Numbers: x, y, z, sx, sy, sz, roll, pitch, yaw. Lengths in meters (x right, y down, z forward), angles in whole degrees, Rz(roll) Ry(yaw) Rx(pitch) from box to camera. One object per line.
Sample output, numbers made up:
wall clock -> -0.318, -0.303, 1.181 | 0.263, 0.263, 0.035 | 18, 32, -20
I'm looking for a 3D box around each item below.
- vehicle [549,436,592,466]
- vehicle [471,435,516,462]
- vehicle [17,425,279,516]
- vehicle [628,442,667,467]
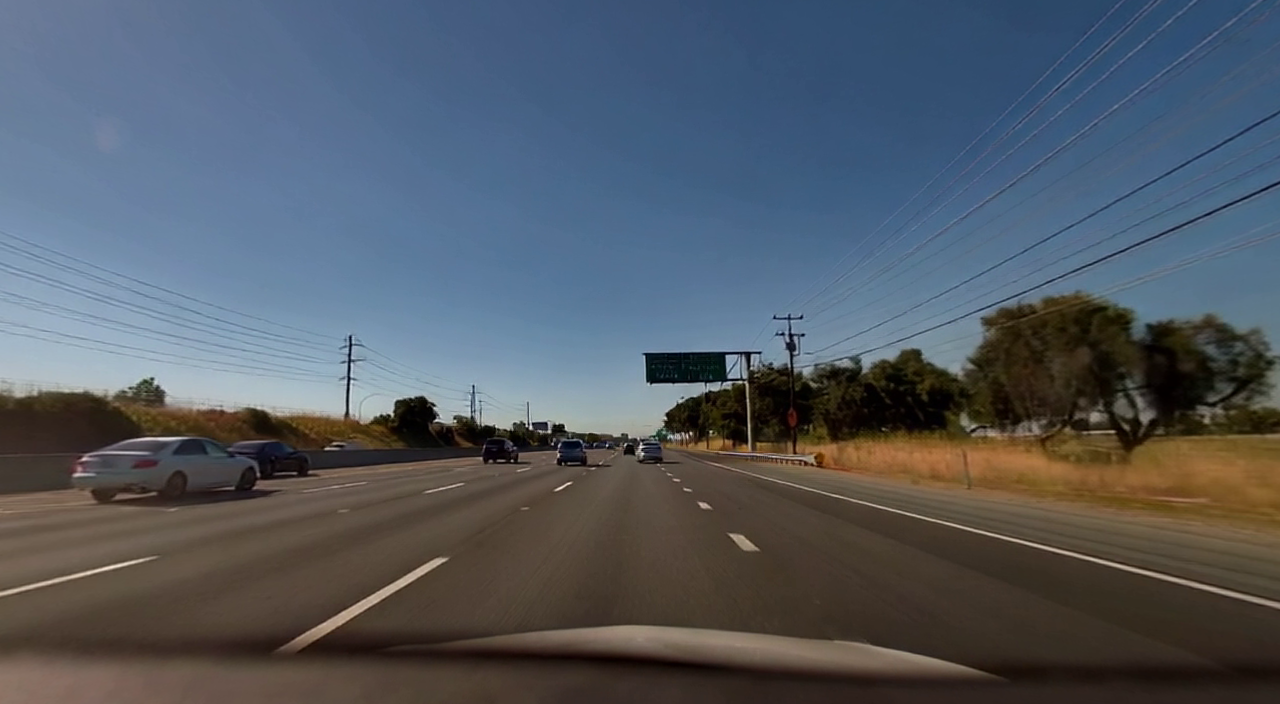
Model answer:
vehicle -> -4.113, 5.979, 38.149 | 2.121, 1.673, 4.443 | 0, -9, -1
vehicle -> -10.656, 7.094, 46.400 | 2.115, 1.799, 5.444 | 0, -9, -1
vehicle -> -10.199, 2.482, 13.707 | 2.098, 1.643, 4.413 | 0, -9, 0
vehicle -> 0.354, 5.892, 36.453 | 2.015, 1.391, 3.897 | 0, -9, -3
